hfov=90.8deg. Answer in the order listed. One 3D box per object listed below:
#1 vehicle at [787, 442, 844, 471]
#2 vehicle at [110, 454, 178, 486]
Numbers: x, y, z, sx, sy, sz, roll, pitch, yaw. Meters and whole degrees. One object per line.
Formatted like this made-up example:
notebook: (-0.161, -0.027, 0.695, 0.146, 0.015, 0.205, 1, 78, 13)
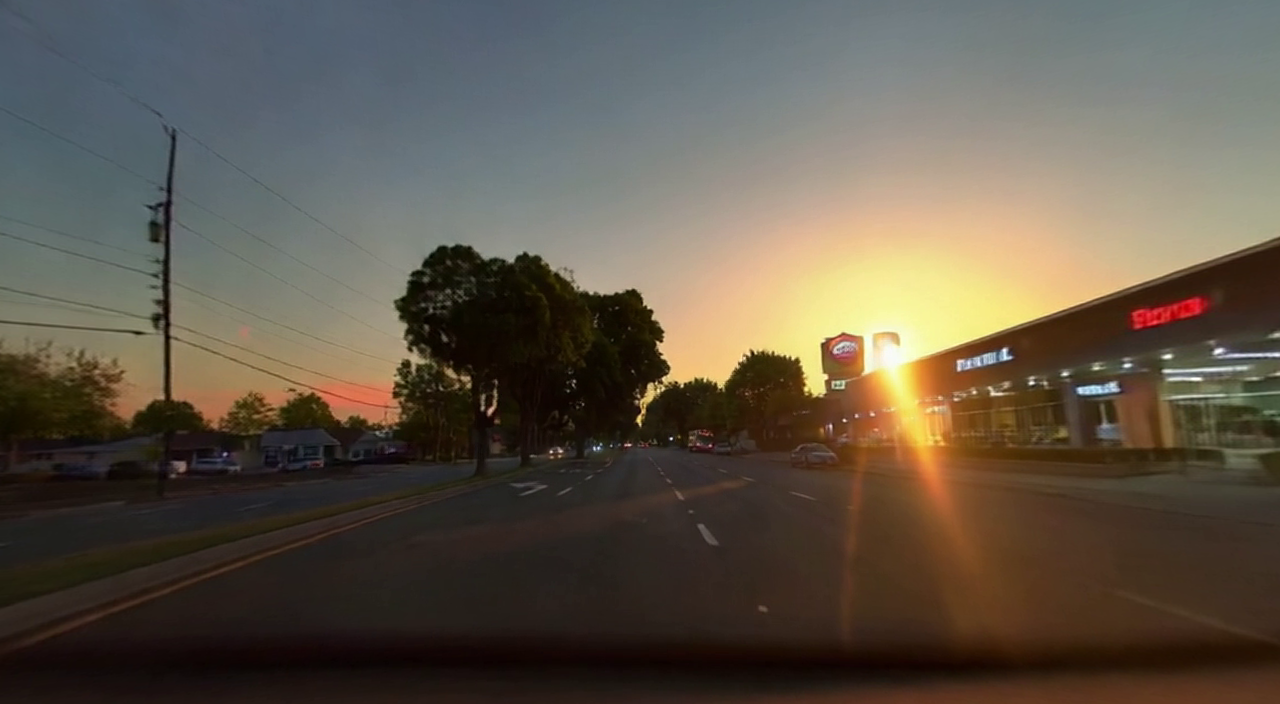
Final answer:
vehicle: (10.116, 6.067, 36.780, 1.886, 1.556, 4.513, 0, -8, -2)
vehicle: (-34.923, 8.359, 44.673, 2.341, 2.080, 5.408, 4, -12, -23)
